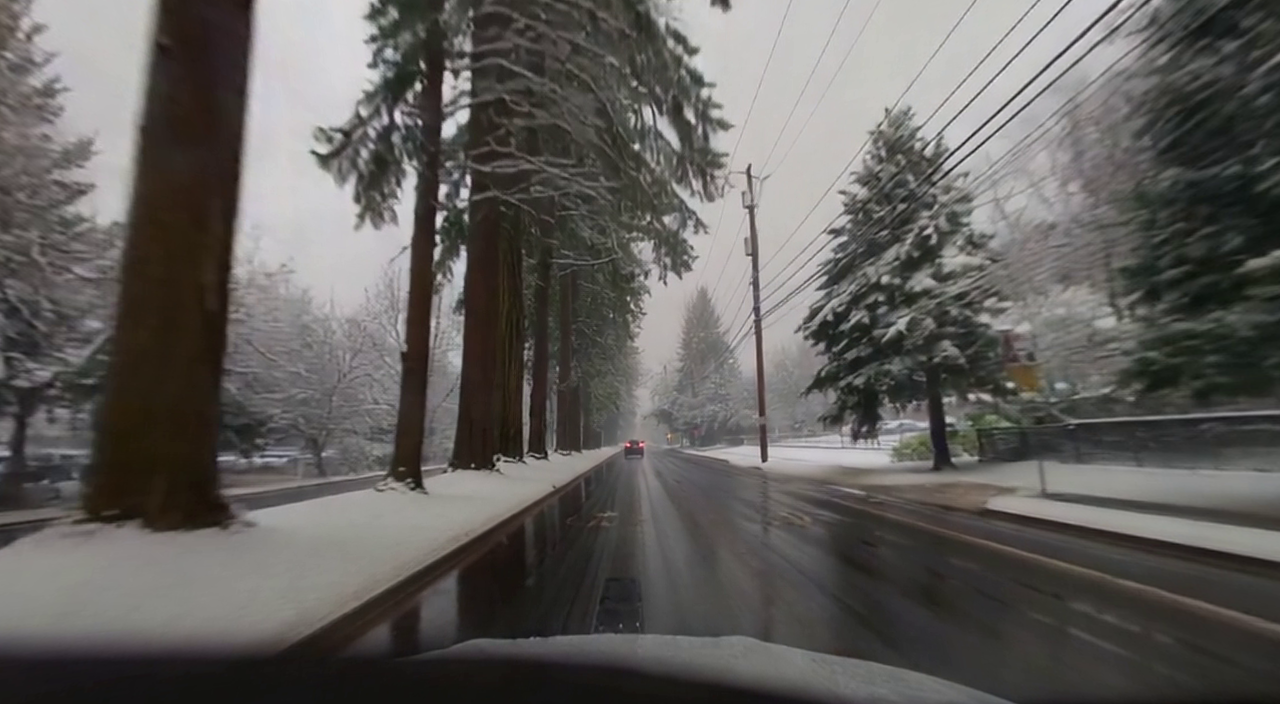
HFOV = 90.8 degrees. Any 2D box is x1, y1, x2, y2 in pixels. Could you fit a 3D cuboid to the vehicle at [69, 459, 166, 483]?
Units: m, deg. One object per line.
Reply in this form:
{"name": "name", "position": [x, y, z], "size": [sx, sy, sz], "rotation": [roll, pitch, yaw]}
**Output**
{"name": "vehicle", "position": [-34.138, 7.763, 41.366], "size": [4.499, 1.448, 1.915], "rotation": [0, -8, -3]}

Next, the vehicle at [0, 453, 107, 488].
{"name": "vehicle", "position": [-33.939, 6.775, 36.125], "size": [5.051, 1.657, 2.023], "rotation": [-3, -8, 0]}
